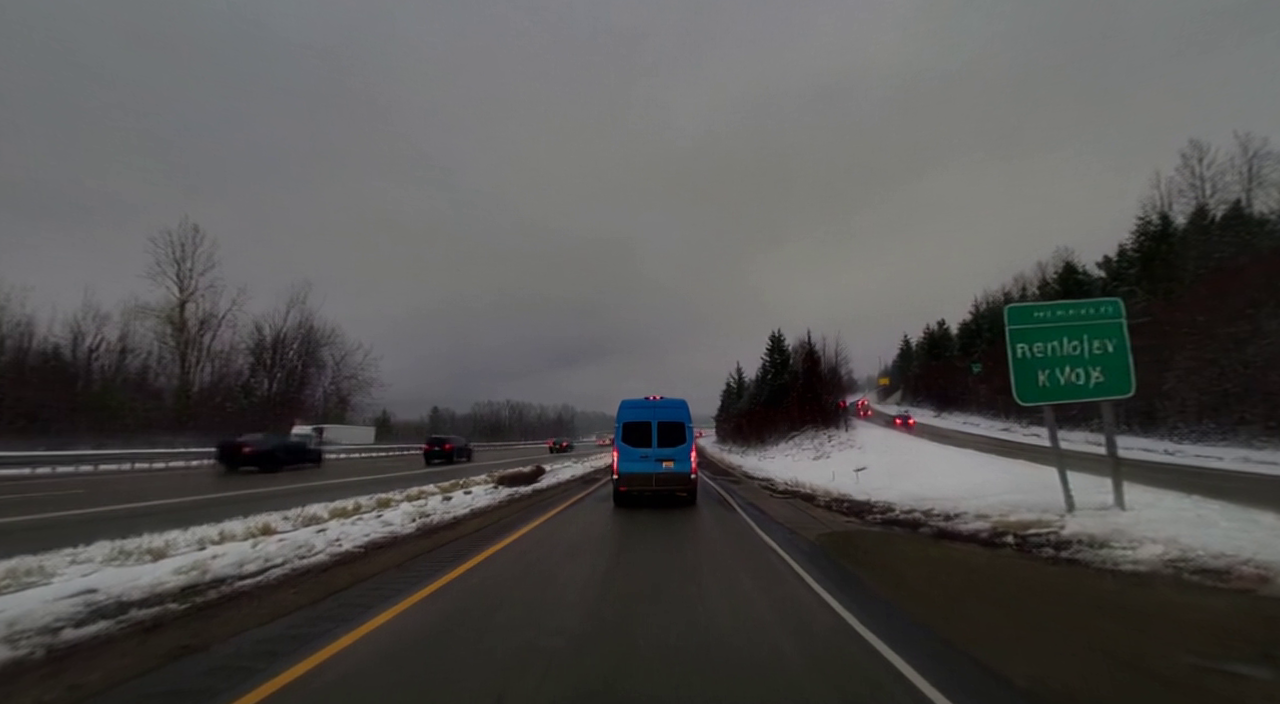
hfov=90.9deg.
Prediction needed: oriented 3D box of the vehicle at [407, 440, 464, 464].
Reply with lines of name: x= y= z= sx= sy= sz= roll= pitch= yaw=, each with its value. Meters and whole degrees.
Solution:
vehicle: x=-15.169 y=7.413 z=47.112 sx=2.309 sy=1.683 sz=5.063 roll=-1 pitch=-8 yaw=4

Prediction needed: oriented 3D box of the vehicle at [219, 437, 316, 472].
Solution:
vehicle: x=-19.479 y=5.360 z=33.264 sx=2.160 sy=1.691 sz=4.601 roll=-1 pitch=-8 yaw=3

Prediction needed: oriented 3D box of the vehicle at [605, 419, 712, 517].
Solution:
vehicle: x=0.313 y=2.541 z=14.340 sx=2.043 sy=1.821 sz=4.558 roll=0 pitch=-8 yaw=-1
